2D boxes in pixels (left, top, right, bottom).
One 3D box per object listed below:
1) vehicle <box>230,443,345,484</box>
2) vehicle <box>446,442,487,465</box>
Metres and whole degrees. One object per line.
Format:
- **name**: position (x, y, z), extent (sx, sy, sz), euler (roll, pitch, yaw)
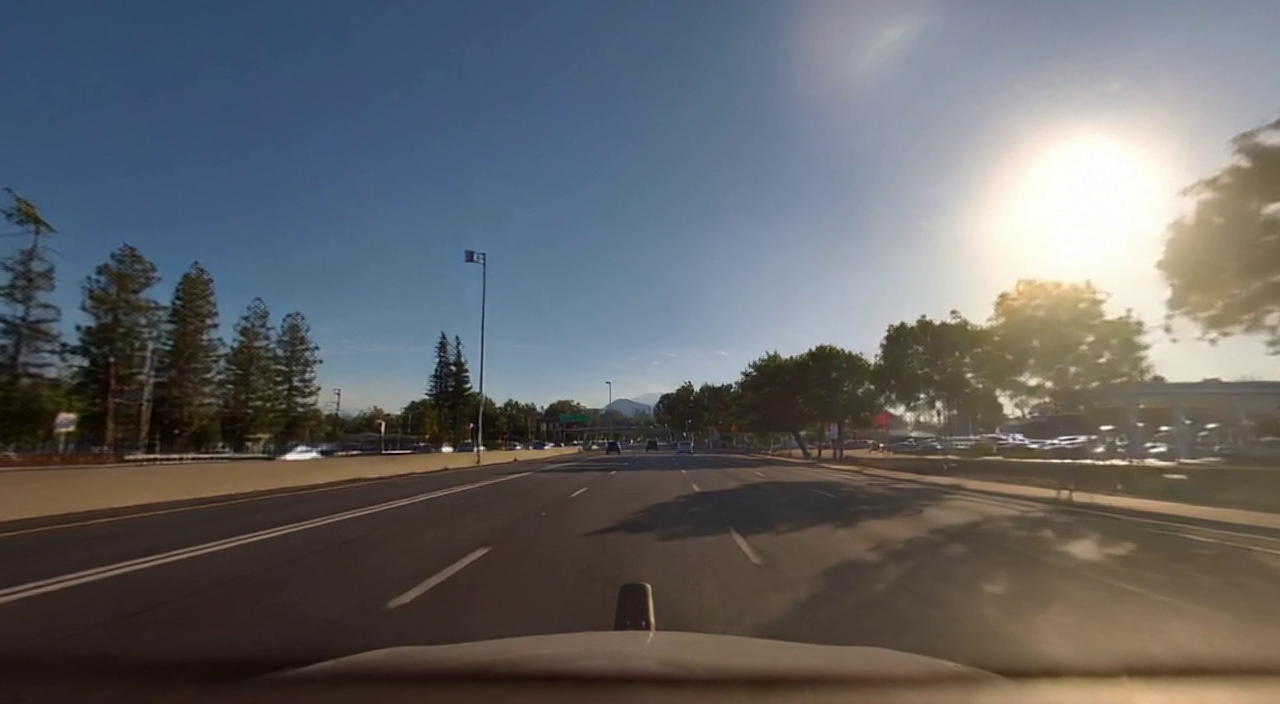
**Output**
- **vehicle**: position (-13.965, 4.400, 25.333), extent (1.807, 1.477, 4.491), euler (-1, -8, 3)
- **vehicle**: position (-12.379, 7.252, 45.185), extent (1.722, 1.510, 3.779), euler (0, -8, 3)
